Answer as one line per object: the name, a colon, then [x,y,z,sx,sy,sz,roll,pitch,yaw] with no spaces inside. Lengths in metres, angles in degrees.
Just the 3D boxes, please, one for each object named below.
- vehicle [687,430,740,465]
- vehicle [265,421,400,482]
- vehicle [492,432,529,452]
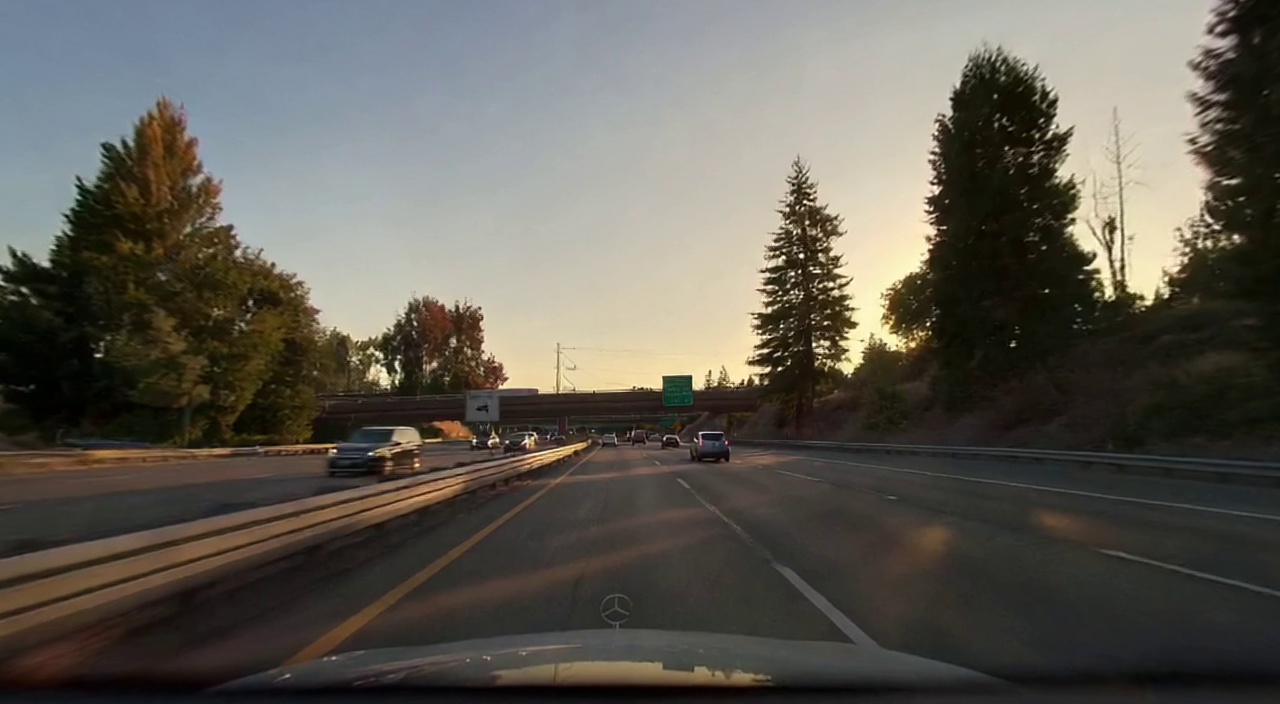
vehicle: [3.497,4.592,30.672,1.938,1.578,3.764,0,-8,-3]
vehicle: [-8.902,2.891,18.738,1.912,1.586,4.228,0,-8,-1]
vehicle: [-9.854,6.909,48.342,1.987,1.445,4.485,0,-8,-2]
